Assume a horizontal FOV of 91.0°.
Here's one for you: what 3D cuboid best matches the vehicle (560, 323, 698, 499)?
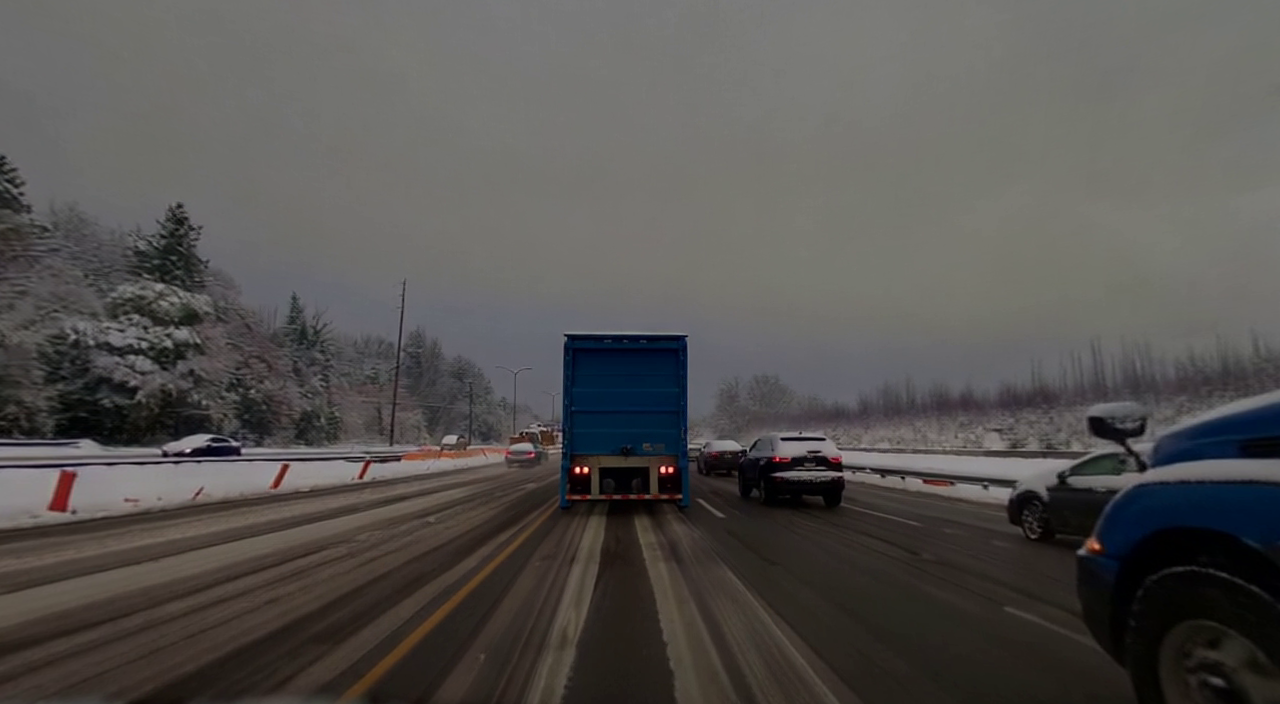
[{"bbox_3d":[-0.429,2.054,19.241,3.067,3.940,10.154,1,-9,-2],"label":"vehicle"}]

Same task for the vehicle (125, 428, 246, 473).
[{"bbox_3d":[-21.677,4.667,30.067,4.632,1.852,2.033,0,-8,16],"label":"vehicle"}]

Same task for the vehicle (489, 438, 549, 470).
[{"bbox_3d":[-5.954,5.078,31.546,2.014,1.477,4.595,0,-9,0],"label":"vehicle"}]

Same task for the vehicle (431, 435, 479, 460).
[{"bbox_3d":[-14.421,7.447,49.299,2.054,1.708,4.663,2,-8,4],"label":"vehicle"}]

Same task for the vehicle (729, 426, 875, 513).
[{"bbox_3d":[3.528,2.651,14.635,2.103,1.713,4.173,1,-9,-3],"label":"vehicle"}]
